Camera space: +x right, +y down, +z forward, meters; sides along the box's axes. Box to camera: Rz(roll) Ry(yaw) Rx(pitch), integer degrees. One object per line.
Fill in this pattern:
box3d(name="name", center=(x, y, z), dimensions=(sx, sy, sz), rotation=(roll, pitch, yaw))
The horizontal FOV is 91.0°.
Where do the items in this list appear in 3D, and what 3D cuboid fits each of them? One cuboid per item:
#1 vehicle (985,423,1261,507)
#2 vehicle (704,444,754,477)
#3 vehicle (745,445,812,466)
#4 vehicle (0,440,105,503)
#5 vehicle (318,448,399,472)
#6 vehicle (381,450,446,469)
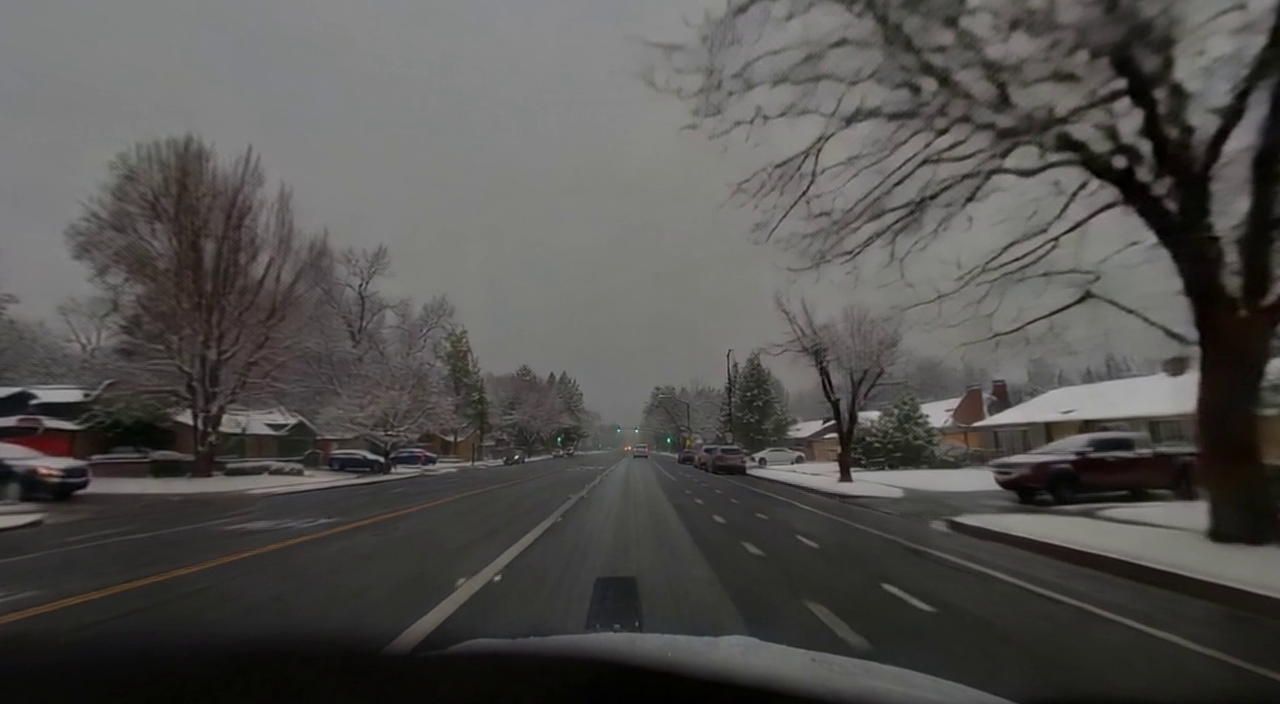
box3d(name="vehicle", center=(11.387, 2.693, 15.143), dimensions=(4.880, 1.842, 2.069), rotation=(0, -9, -1))
box3d(name="vehicle", center=(5.176, 6.331, 37.074), dimensions=(2.164, 1.729, 4.488), rotation=(2, -9, -2))
box3d(name="vehicle", center=(10.906, 8.190, 49.800), dimensions=(4.875, 1.609, 1.954), rotation=(0, -9, 1))
box3d(name="vehicle", center=(-18.400, 3.350, 17.955), dimensions=(4.328, 1.674, 1.931), rotation=(1, -9, -3))
box3d(name="vehicle", center=(-18.285, 7.030, 40.955), dimensions=(4.355, 1.482, 1.794), rotation=(0, -9, 0))
box3d(name="vehicle", center=(-17.725, 8.423, 49.380), dimensions=(4.349, 1.457, 1.997), rotation=(1, -8, -2))
